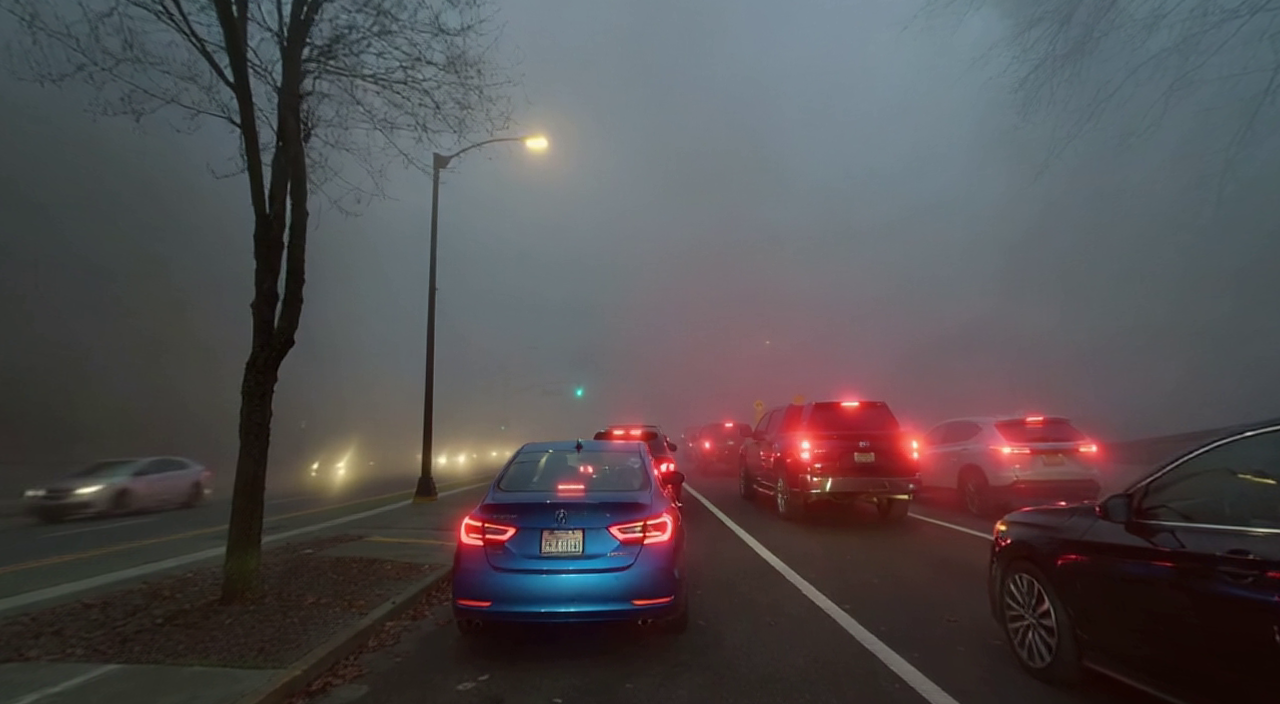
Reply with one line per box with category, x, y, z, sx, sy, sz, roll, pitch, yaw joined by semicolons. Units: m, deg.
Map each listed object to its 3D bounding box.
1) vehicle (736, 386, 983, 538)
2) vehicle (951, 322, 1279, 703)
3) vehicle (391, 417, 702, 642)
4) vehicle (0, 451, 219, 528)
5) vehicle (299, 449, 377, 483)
vehicle;3.510;1.960;11.701;2.444;2.098;5.766;0;-9;-1
vehicle;3.158;0.760;2.092;1.982;1.709;4.427;0;-9;1
vehicle;-0.581;1.502;6.336;2.111;1.506;4.018;0;-8;2
vehicle;-12.726;3.199;15.231;1.882;1.538;4.382;0;-8;1
vehicle;-16.100;6.077;33.727;2.000;1.656;4.160;0;-9;1
